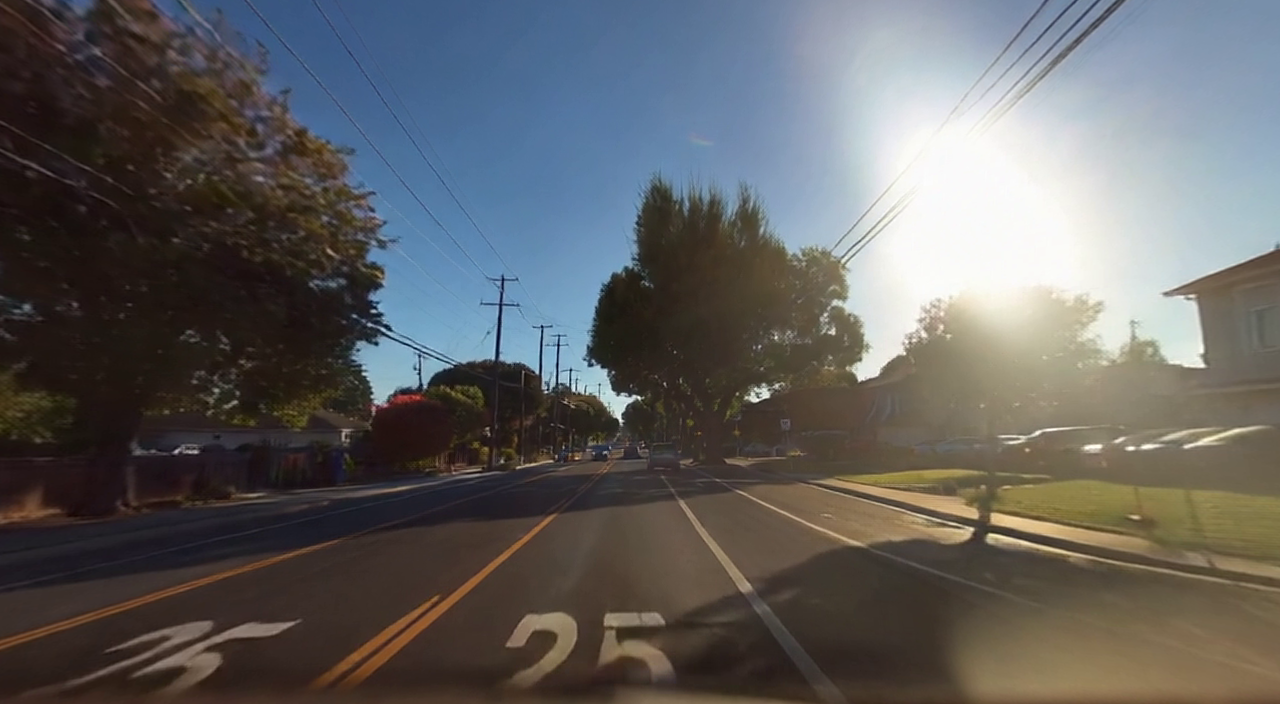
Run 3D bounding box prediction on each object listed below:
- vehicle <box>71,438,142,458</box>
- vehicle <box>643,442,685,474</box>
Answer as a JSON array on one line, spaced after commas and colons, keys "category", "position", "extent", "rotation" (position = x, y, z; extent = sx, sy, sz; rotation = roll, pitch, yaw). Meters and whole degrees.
[{"category": "vehicle", "position": [-40.352, 7.256, 47.817], "extent": [3.825, 1.441, 1.672], "rotation": [0, -8, 1]}, {"category": "vehicle", "position": [1.126, 5.221, 31.294], "extent": [1.975, 1.497, 3.647], "rotation": [0, -9, 0]}]
